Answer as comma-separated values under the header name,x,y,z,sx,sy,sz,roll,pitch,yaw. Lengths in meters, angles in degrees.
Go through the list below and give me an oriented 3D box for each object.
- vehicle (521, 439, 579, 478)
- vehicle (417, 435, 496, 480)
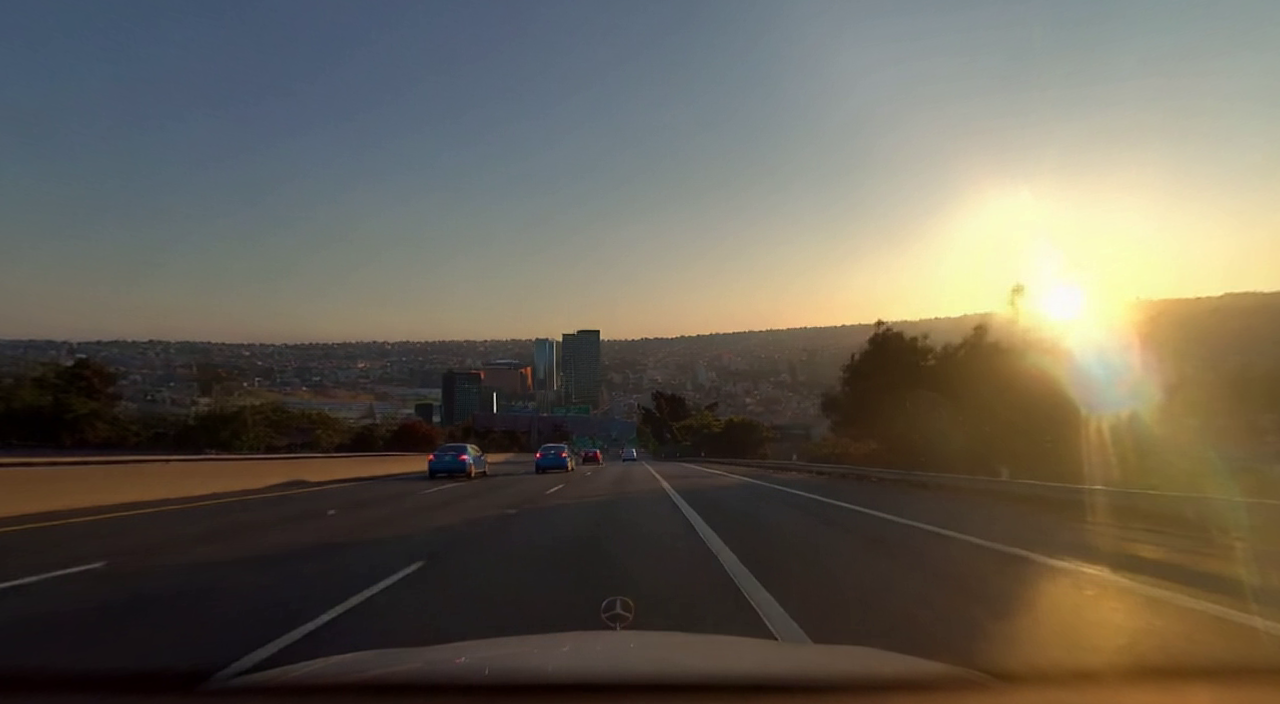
name,x,y,z,sx,sy,sz,roll,pitch,yaw
vehicle,-4.173,4.993,29.908,2.075,1.702,4.257,0,-9,0
vehicle,-8.042,4.675,28.238,2.040,1.824,4.917,0,-9,0
